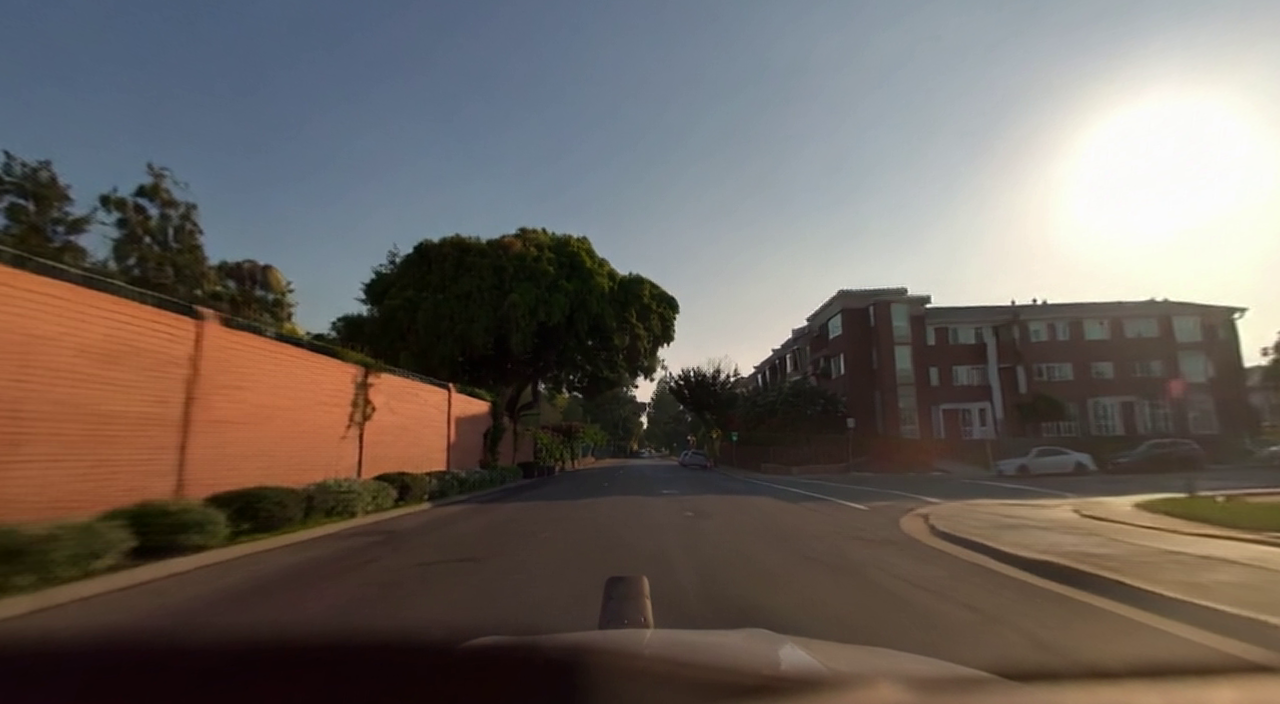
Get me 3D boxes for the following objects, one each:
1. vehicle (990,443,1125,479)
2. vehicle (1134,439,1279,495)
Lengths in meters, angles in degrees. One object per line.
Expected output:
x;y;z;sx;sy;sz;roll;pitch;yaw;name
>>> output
19.041;5.014;28.896;4.697;1.502;2.124;2;-10;-4;vehicle
17.764;3.456;19.268;2.149;1.478;4.695;-3;-10;11;vehicle
